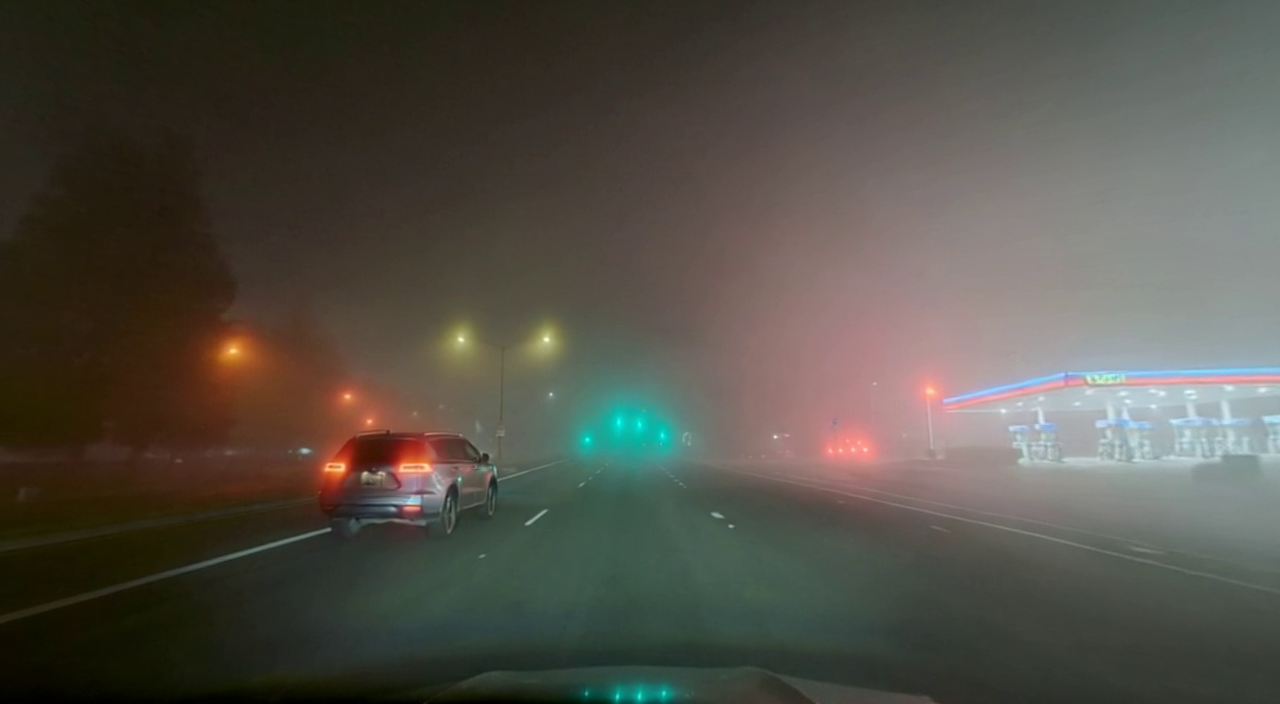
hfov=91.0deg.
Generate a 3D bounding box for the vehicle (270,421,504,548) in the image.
[{"bbox_3d":[-3.848,2.099,10.693,2.039,1.656,4.710,0,-9,-1],"label":"vehicle"}]
